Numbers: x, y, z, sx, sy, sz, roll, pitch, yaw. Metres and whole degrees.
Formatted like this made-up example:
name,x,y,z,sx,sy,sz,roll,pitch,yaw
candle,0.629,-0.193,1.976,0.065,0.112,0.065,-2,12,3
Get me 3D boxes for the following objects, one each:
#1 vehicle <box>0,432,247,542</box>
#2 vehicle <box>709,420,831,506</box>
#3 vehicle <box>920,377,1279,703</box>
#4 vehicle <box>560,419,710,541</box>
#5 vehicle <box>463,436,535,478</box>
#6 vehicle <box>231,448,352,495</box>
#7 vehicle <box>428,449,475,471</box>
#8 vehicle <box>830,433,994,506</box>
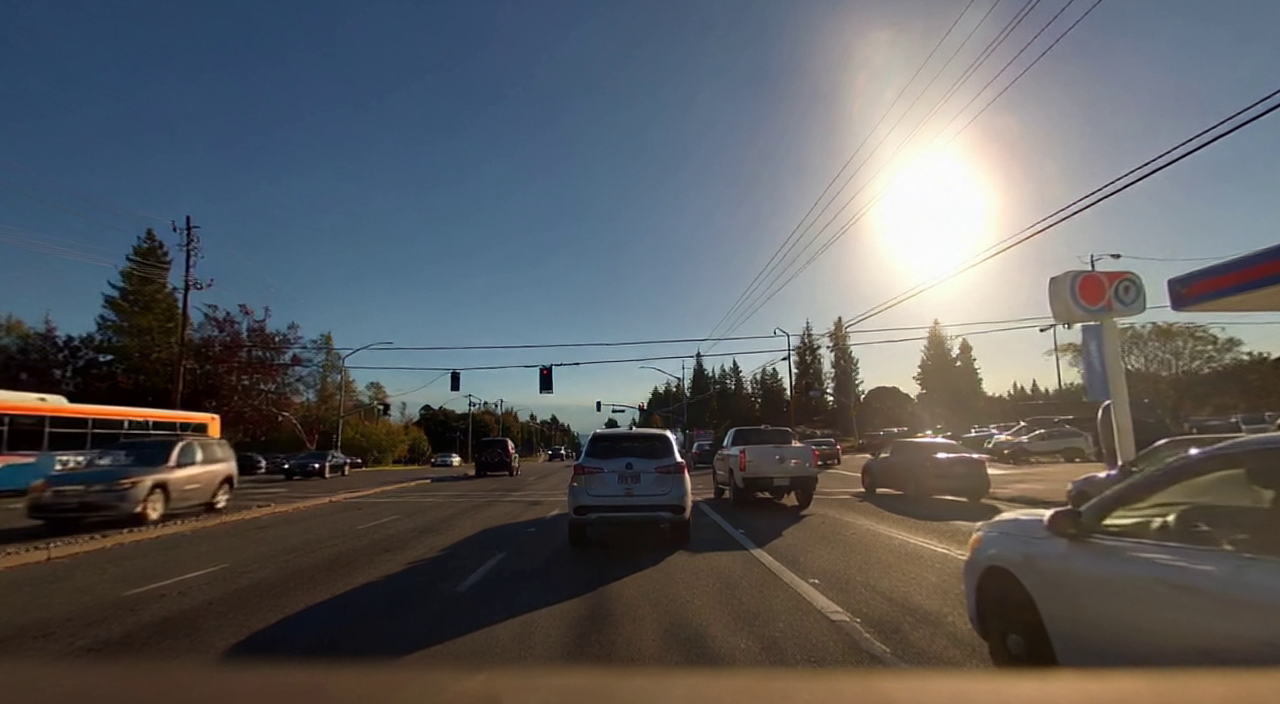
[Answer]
name,x,y,z,sx,sy,sz,roll,pitch,yaw
vehicle,-10.300,2.578,12.684,2.075,1.719,4.396,-3,-8,-1
vehicle,3.034,2.701,15.750,2.049,1.813,4.245,0,-9,-1
vehicle,3.020,0.861,2.225,2.006,1.483,4.278,0,-9,-1
vehicle,-0.128,2.088,10.900,2.087,1.677,4.053,0,-9,-2
vehicle,-6.437,4.861,29.474,2.190,1.795,4.993,0,-9,0
vehicle,-13.722,4.706,25.285,2.100,1.656,4.724,0,-8,1
vehicle,-13.636,7.804,45.999,1.997,1.480,4.561,0,-9,0
vehicle,6.334,2.783,15.408,1.829,1.494,4.552,0,-9,-2
